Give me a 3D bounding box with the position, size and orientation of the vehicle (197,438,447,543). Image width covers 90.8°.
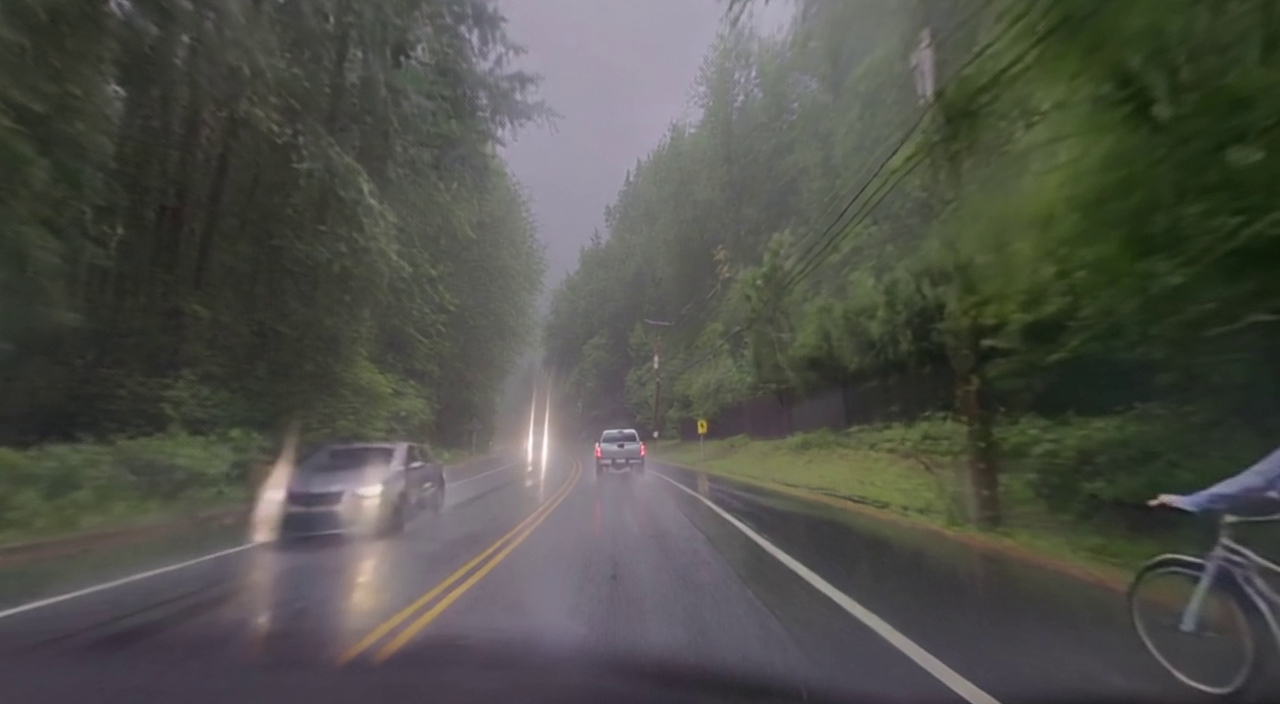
[{"bbox_3d":[-5.203,2.299,11.239,2.198,1.459,4.398,0,-8,-1],"label":"vehicle"}]

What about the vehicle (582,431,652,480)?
[{"bbox_3d":[-1.031,4.250,26.287,2.631,1.798,5.331,0,-8,-4],"label":"vehicle"}]
